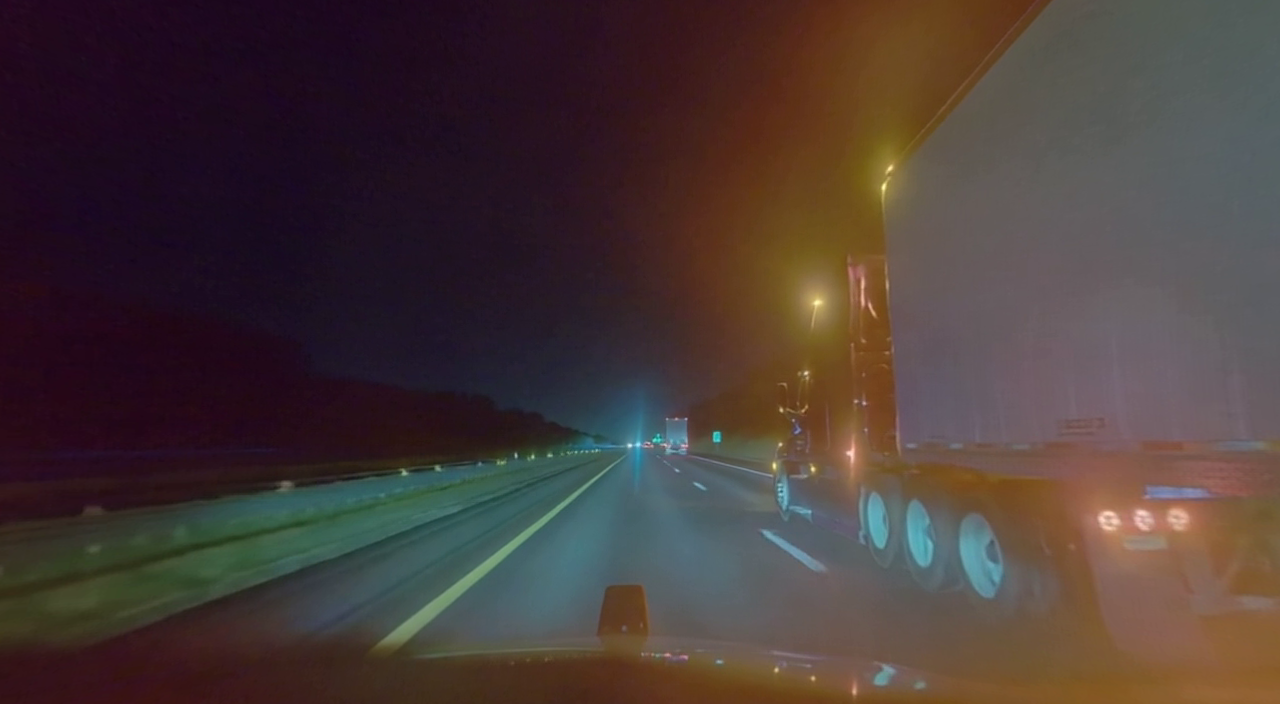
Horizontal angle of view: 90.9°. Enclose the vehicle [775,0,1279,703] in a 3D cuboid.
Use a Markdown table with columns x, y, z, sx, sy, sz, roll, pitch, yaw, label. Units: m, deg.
| x | y | z | sx | sy | sz | roll | pitch | yaw | label |
| --- | --- | --- | --- | --- | --- | --- | --- | --- | --- |
| 4.043 | 0.299 | 6.814 | 3.080 | 4.016 | 9.760 | 0 | -8 | 1 | vehicle |
